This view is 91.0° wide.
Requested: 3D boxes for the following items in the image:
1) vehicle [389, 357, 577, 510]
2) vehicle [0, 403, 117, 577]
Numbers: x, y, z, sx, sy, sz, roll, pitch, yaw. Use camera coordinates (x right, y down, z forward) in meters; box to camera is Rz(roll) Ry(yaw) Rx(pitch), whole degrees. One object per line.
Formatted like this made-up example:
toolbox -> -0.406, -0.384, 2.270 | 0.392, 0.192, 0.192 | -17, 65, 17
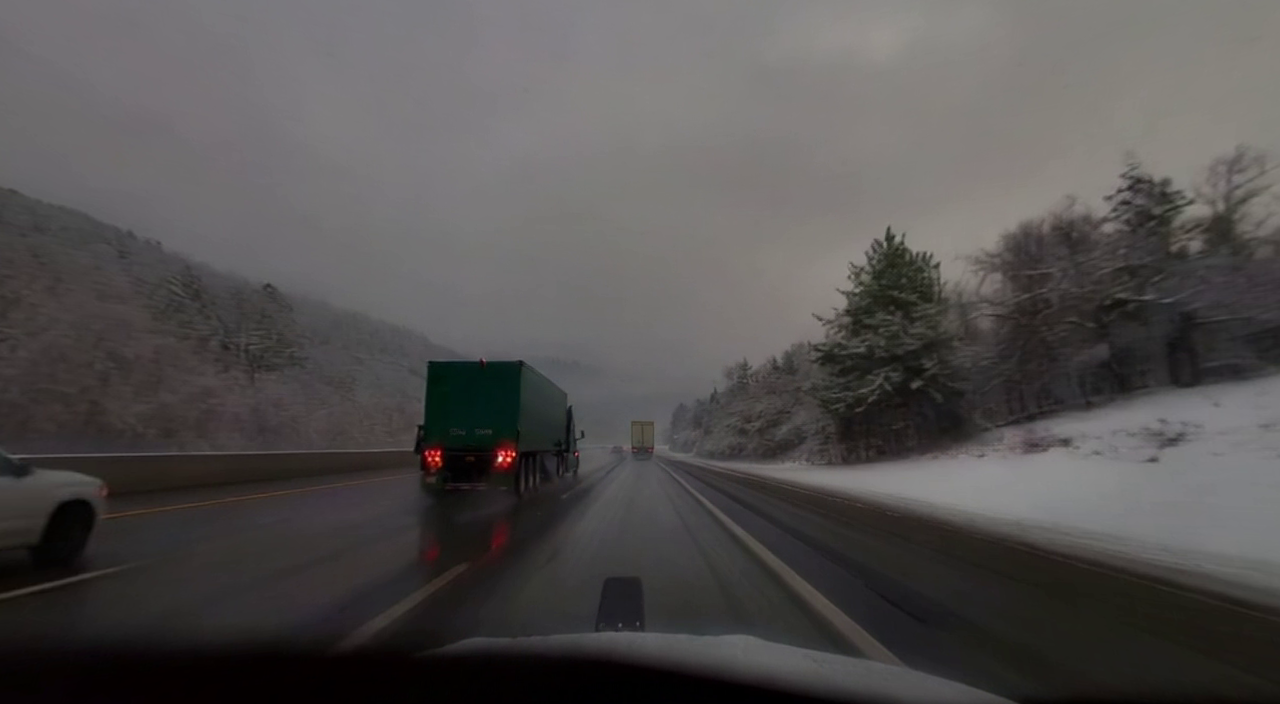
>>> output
vehicle -> -3.909, 2.556, 19.015 | 2.789, 3.271, 10.894 | 0, -9, 0
vehicle -> -7.462, 1.207, 5.222 | 2.125, 1.725, 4.715 | 0, -9, 0
